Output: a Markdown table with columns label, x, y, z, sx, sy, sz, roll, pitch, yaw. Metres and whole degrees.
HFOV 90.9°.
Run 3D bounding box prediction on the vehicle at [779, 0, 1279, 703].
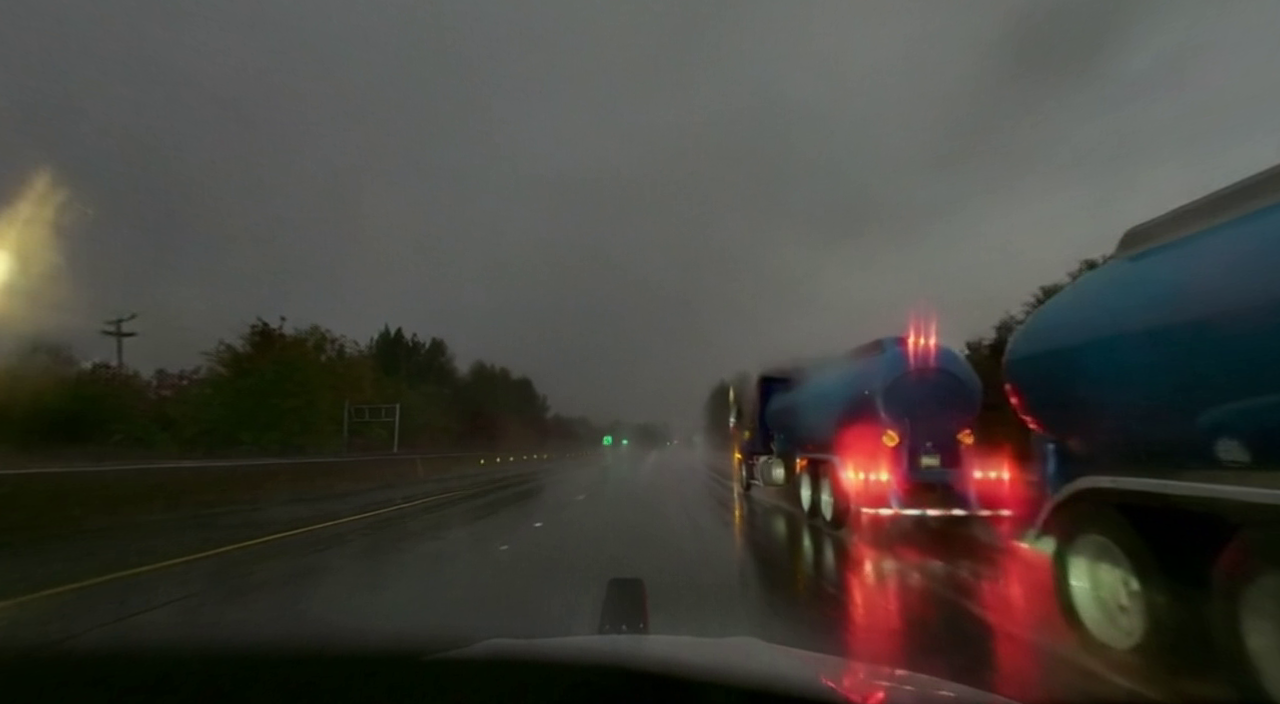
| label | x | y | z | sx | sy | sz | roll | pitch | yaw |
| --- | --- | --- | --- | --- | --- | --- | --- | --- | --- |
| vehicle | 4.114 | 0.444 | 5.024 | 2.880 | 3.624 | 14.397 | 0 | -8 | 1 |
